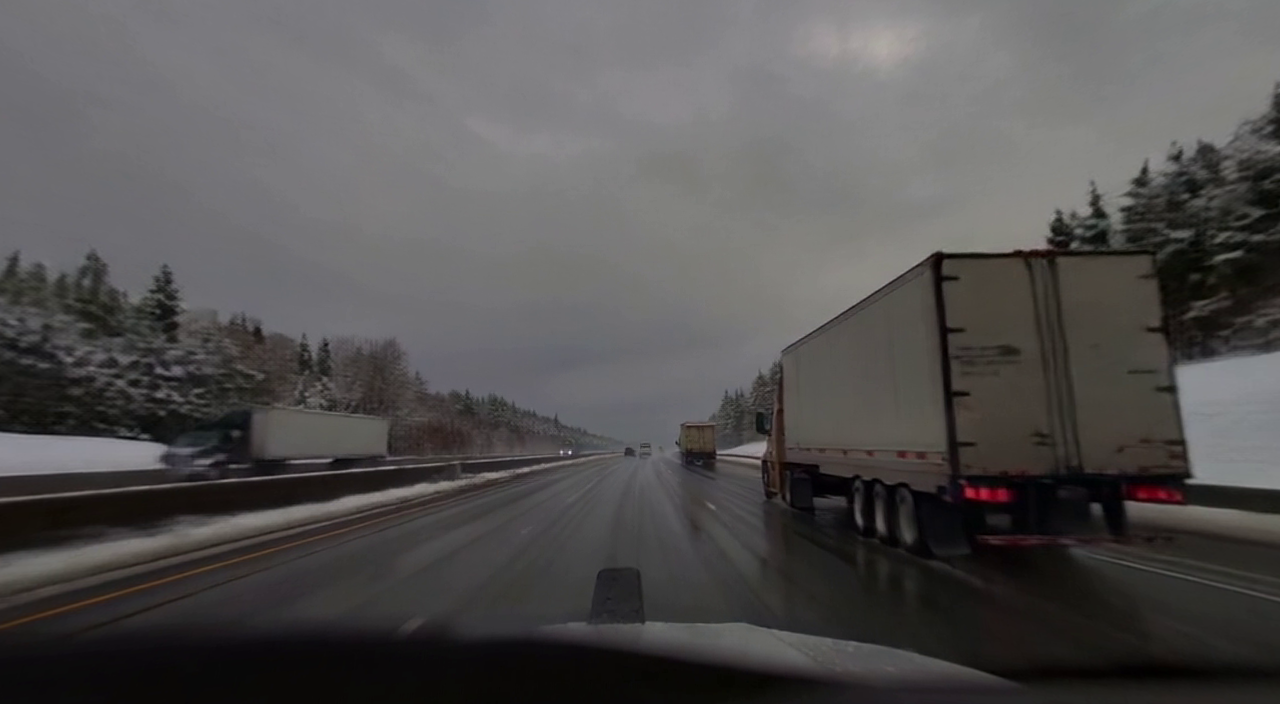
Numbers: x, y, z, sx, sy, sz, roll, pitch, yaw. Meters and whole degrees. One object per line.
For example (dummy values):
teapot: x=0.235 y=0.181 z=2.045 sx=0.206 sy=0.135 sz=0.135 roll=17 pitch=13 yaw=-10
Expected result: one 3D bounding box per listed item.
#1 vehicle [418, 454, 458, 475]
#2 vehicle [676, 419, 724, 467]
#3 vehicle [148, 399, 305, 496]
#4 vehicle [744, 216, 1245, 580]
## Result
vehicle: x=-14.631 y=8.129 z=45.792 sx=1.641 sy=1.413 sz=3.718 roll=0 pitch=-9 yaw=0
vehicle: x=4.445 y=7.033 z=48.381 sx=2.771 sy=3.313 sz=8.121 roll=0 pitch=-9 yaw=-1
vehicle: x=-18.849 y=4.432 z=29.351 sx=3.052 sy=4.014 sz=5.939 roll=0 pitch=-9 yaw=0
vehicle: x=4.440 y=1.205 z=11.698 sx=3.032 sy=3.785 sz=10.333 roll=0 pitch=-9 yaw=-1
